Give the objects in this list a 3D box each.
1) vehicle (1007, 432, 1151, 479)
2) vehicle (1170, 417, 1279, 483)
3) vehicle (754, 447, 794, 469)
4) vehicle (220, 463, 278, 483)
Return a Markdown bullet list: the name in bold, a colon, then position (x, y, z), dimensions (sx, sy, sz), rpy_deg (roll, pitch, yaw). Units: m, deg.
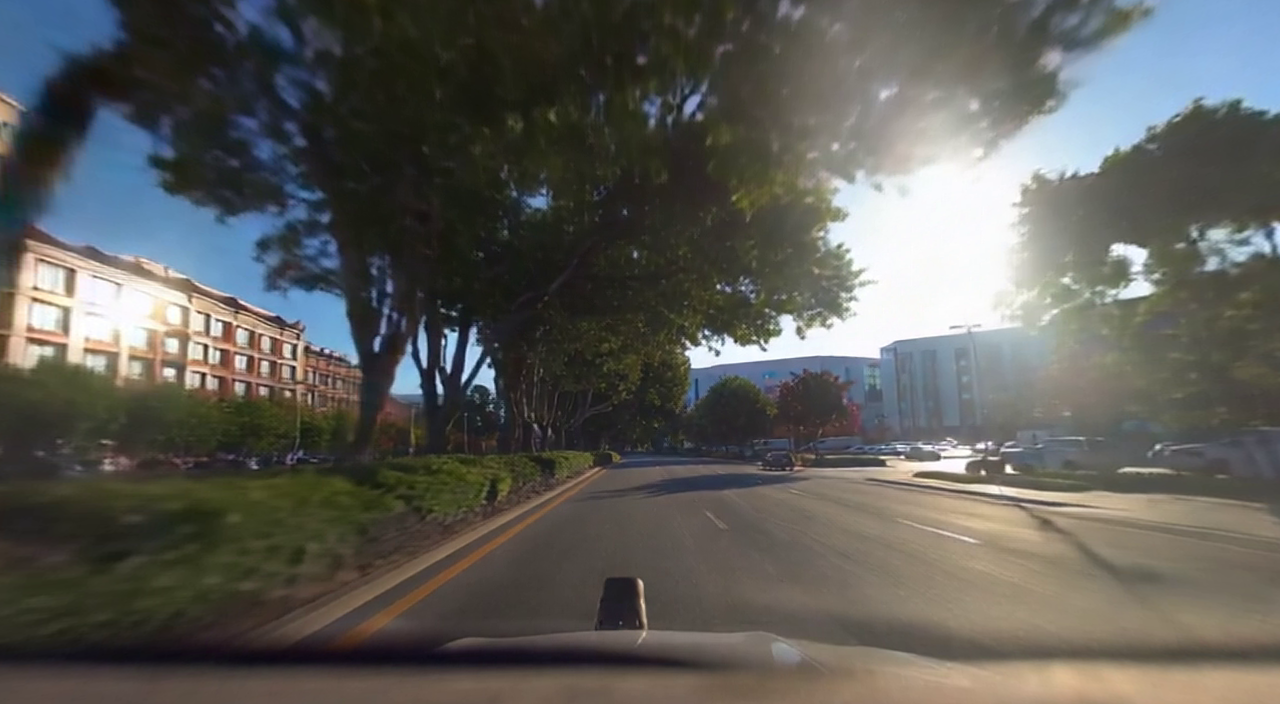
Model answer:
- **vehicle**: position (19.221, 4.556, 28.048), dimensions (2.179, 1.767, 5.837), rpy_deg (-2, -8, 0)
- **vehicle**: position (19.210, 2.839, 18.207), dimensions (2.151, 1.838, 5.534), rpy_deg (3, -9, -16)
- **vehicle**: position (10.145, 7.998, 47.864), dimensions (2.013, 1.551, 4.460), rpy_deg (0, -9, -1)
- **vehicle**: position (-30.602, 9.453, 49.266), dimensions (3.440, 1.394, 1.613), rpy_deg (-1, -7, 0)
